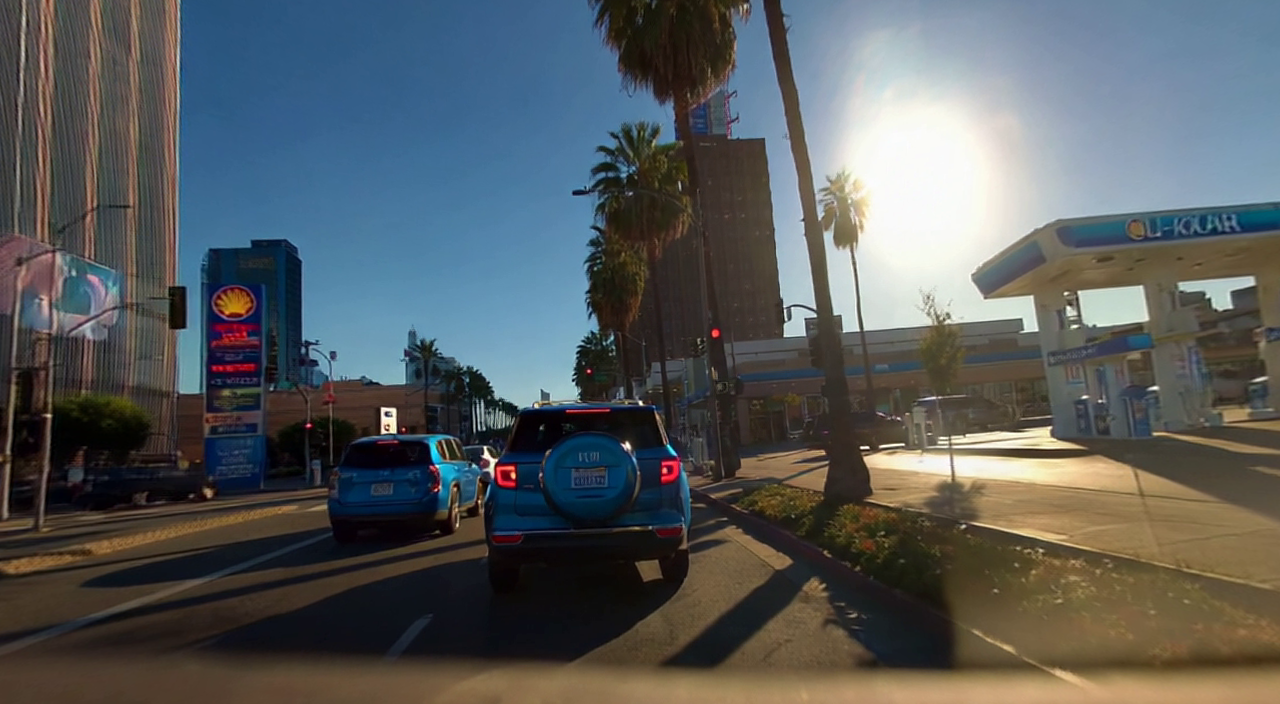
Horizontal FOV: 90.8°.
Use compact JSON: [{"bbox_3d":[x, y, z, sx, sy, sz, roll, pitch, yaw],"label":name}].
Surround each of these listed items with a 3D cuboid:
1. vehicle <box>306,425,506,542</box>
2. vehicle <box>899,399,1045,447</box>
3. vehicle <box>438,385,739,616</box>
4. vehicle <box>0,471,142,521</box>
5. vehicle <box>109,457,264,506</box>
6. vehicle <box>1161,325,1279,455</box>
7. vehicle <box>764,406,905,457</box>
[{"bbox_3d":[-3.966,2.297,11.851,2.097,1.692,5.030,0,-8,-4],"label":"vehicle"},{"bbox_3d":[14.277,3.114,27.424,5.033,1.999,2.259,0,-8,-3],"label":"vehicle"},{"bbox_3d":[-0.591,1.591,7.821,2.519,1.913,4.819,0,-8,-4],"label":"vehicle"},{"bbox_3d":[-22.633,5.523,24.462,4.660,1.708,2.331,0,-8,0],"label":"vehicle"},{"bbox_3d":[-19.869,5.665,27.879,5.026,1.958,2.193,0,-8,-3],"label":"vehicle"},{"bbox_3d":[9.971,0.557,8.406,4.374,1.571,1.963,0,-8,-4],"label":"vehicle"},{"bbox_3d":[8.247,3.435,27.129,5.307,2.076,2.122,0,-8,-5],"label":"vehicle"}]
